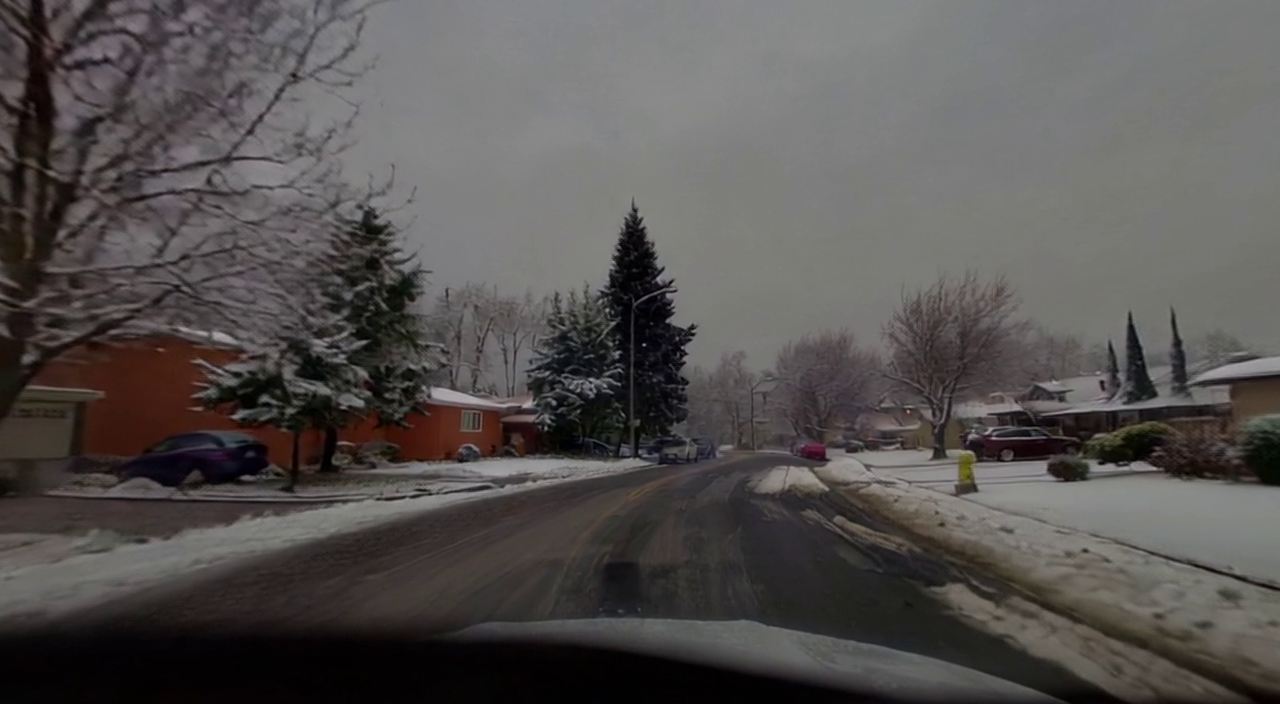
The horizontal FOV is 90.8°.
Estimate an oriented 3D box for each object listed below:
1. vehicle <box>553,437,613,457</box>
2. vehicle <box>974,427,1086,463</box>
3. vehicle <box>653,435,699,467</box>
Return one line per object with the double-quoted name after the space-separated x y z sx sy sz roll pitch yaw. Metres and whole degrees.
-4.397 7.237 48.403 4.376 1.458 2.046 2 -7 -9 "vehicle"
19.738 4.696 32.103 4.384 1.688 1.956 1 -8 -2 "vehicle"
2.388 6.324 40.799 2.215 1.859 4.765 -1 -7 13 "vehicle"
